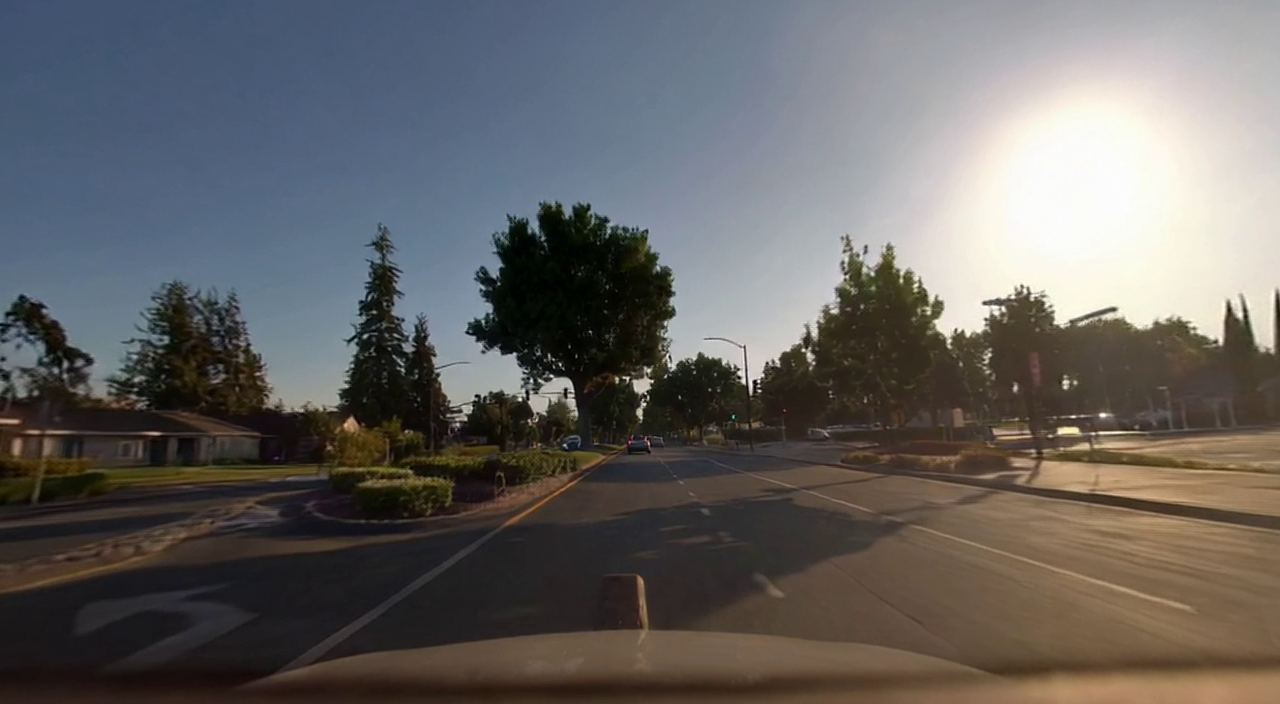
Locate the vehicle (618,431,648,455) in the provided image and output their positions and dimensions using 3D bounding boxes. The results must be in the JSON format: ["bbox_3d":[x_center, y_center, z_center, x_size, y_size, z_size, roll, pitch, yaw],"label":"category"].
[{"bbox_3d":[-0.512,6.907,47.623,2.146,1.742,4.095,0,-8,-1],"label":"vehicle"}]
